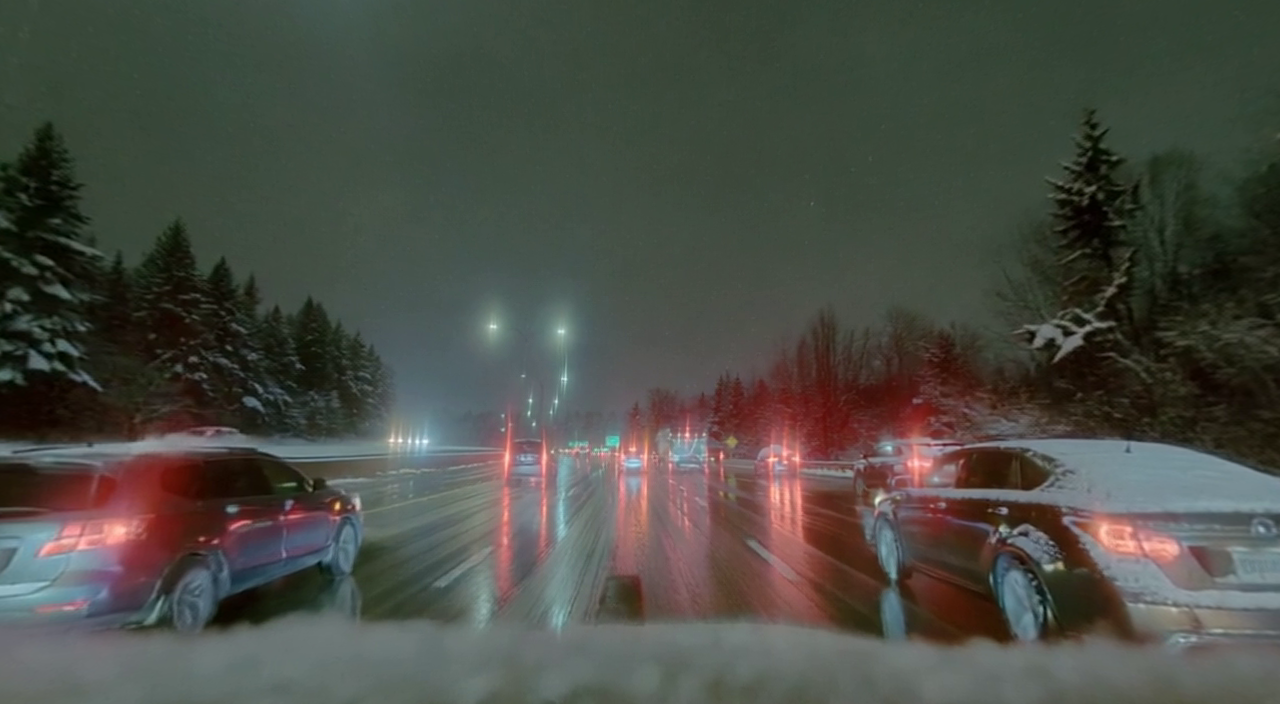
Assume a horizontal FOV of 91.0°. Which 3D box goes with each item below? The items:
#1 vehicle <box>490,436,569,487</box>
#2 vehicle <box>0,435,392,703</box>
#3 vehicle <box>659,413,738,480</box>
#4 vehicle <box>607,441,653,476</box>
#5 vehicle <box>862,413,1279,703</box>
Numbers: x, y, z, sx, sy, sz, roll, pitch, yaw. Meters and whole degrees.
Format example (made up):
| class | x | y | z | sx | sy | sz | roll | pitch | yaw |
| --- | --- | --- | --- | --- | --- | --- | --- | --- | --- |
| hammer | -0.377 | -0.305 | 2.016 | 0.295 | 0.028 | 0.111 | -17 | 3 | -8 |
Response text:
| class | x | y | z | sx | sy | sz | roll | pitch | yaw |
| --- | --- | --- | --- | --- | --- | --- | --- | --- | --- |
| vehicle | -4.184 | 4.237 | 24.698 | 2.176 | 1.783 | 4.799 | 0 | -9 | 0 |
| vehicle | -4.079 | 1.487 | 5.524 | 1.947 | 1.424 | 4.264 | 0 | -9 | 2 |
| vehicle | 3.098 | 5.628 | 37.591 | 3.426 | 3.279 | 12.313 | 0 | -9 | -1 |
| vehicle | -0.502 | 5.541 | 32.881 | 2.235 | 1.682 | 4.094 | 0 | -9 | -1 |
| vehicle | 3.092 | 1.212 | 3.657 | 2.031 | 1.504 | 4.327 | 0 | -9 | 0 |
